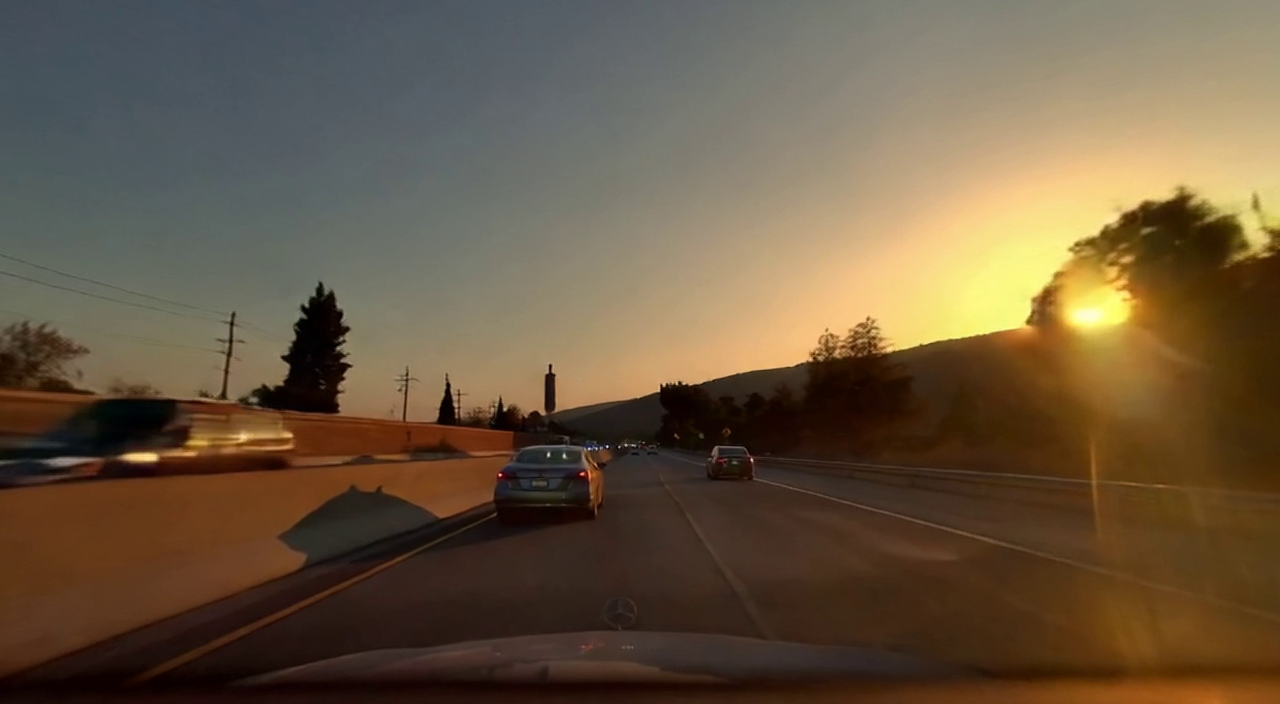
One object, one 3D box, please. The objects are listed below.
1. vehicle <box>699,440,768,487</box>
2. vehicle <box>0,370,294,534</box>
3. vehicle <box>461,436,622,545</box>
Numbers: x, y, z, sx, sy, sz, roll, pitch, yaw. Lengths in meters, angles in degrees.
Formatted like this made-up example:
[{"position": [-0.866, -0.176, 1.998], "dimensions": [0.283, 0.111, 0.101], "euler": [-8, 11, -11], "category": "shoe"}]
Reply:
[{"position": [3.297, 3.991, 22.705], "dimensions": [1.910, 1.554, 3.718], "euler": [0, -9, 0], "category": "vehicle"}, {"position": [-9.746, 1.950, 12.467], "dimensions": [2.391, 2.518, 5.577], "euler": [0, -9, 1], "category": "vehicle"}, {"position": [-1.419, 2.225, 10.761], "dimensions": [2.013, 1.479, 4.169], "euler": [0, -9, 1], "category": "vehicle"}]
